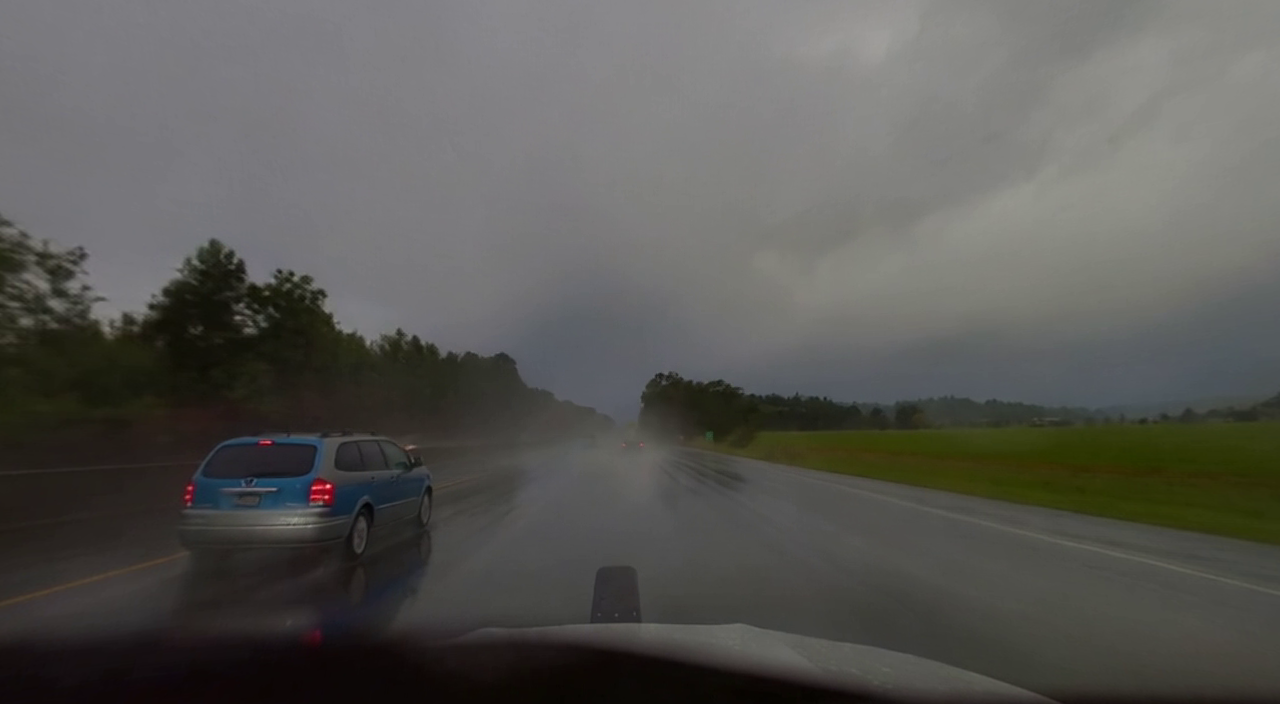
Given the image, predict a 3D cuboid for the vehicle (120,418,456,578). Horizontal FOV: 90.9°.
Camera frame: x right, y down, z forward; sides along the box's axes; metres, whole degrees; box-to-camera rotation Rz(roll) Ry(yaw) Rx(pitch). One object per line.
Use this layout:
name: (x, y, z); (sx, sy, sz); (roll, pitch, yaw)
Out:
vehicle: (-3.910, 1.655, 8.014); (1.931, 1.483, 4.105); (0, -8, -1)

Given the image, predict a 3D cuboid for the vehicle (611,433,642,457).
vehicle: (-0.941, 6.740, 45.639); (2.162, 1.616, 4.242); (0, -8, 0)
